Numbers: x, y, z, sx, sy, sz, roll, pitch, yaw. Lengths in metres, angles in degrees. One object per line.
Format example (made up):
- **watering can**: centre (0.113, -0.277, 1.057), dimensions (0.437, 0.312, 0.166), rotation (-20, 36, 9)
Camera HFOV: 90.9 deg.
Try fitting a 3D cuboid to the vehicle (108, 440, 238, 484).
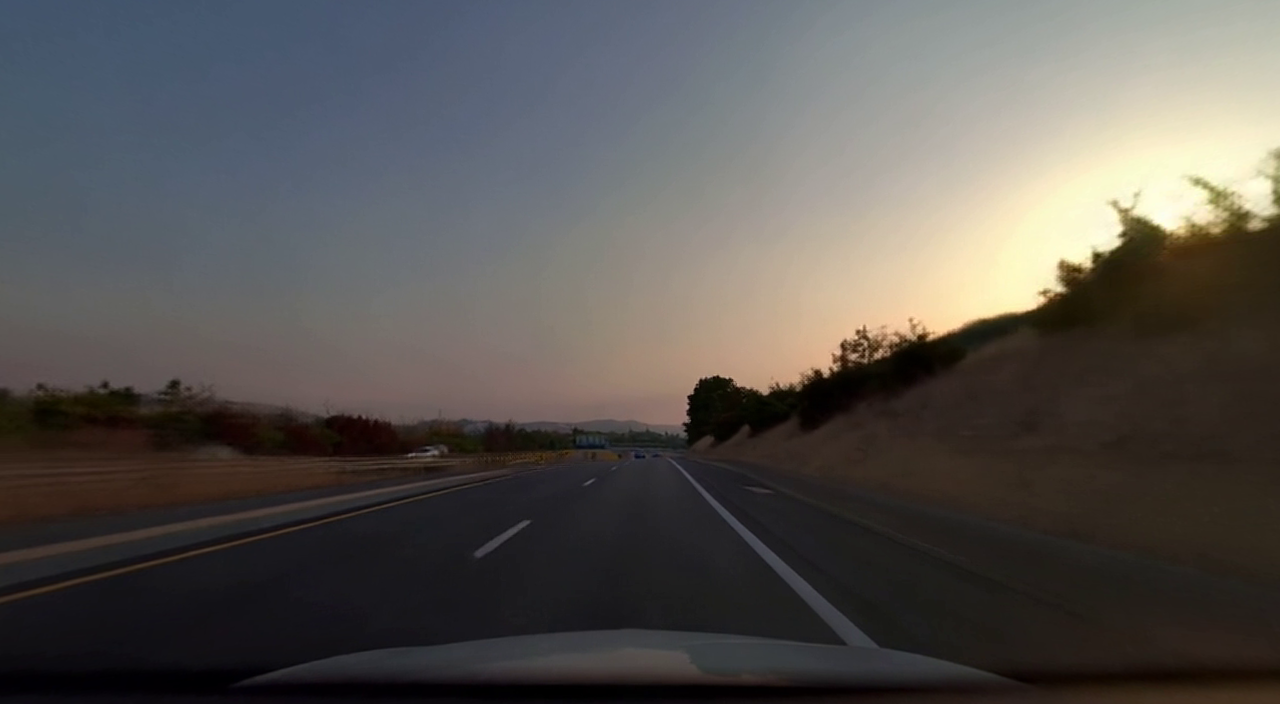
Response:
- **vehicle**: centre (-19.178, 4.512, 26.216), dimensions (1.918, 1.636, 4.408), rotation (-1, -9, 2)
